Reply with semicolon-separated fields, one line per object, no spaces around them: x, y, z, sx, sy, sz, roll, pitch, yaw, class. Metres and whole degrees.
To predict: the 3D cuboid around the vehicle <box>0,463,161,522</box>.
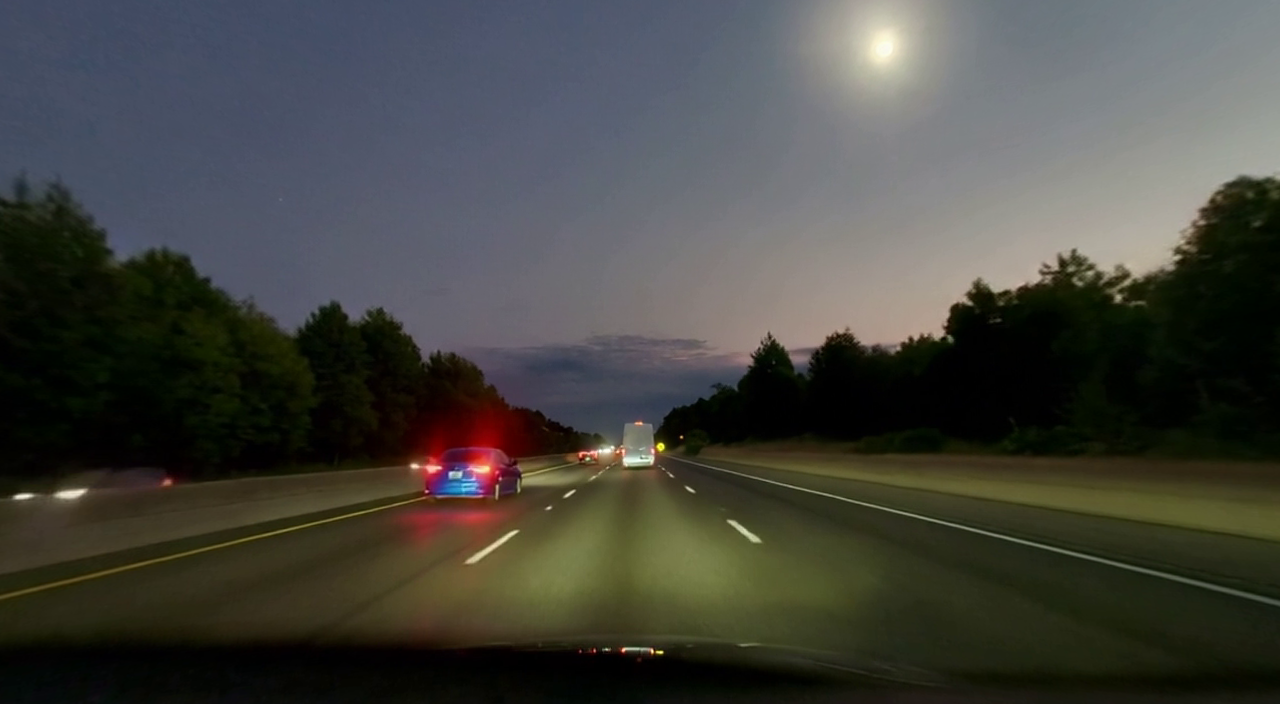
-18.114;4.433;20.374;1.980;1.580;3.988;0;-9;1;vehicle

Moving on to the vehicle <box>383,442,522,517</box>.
-4.232;2.933;15.078;1.916;1.506;4.476;0;-9;1;vehicle
